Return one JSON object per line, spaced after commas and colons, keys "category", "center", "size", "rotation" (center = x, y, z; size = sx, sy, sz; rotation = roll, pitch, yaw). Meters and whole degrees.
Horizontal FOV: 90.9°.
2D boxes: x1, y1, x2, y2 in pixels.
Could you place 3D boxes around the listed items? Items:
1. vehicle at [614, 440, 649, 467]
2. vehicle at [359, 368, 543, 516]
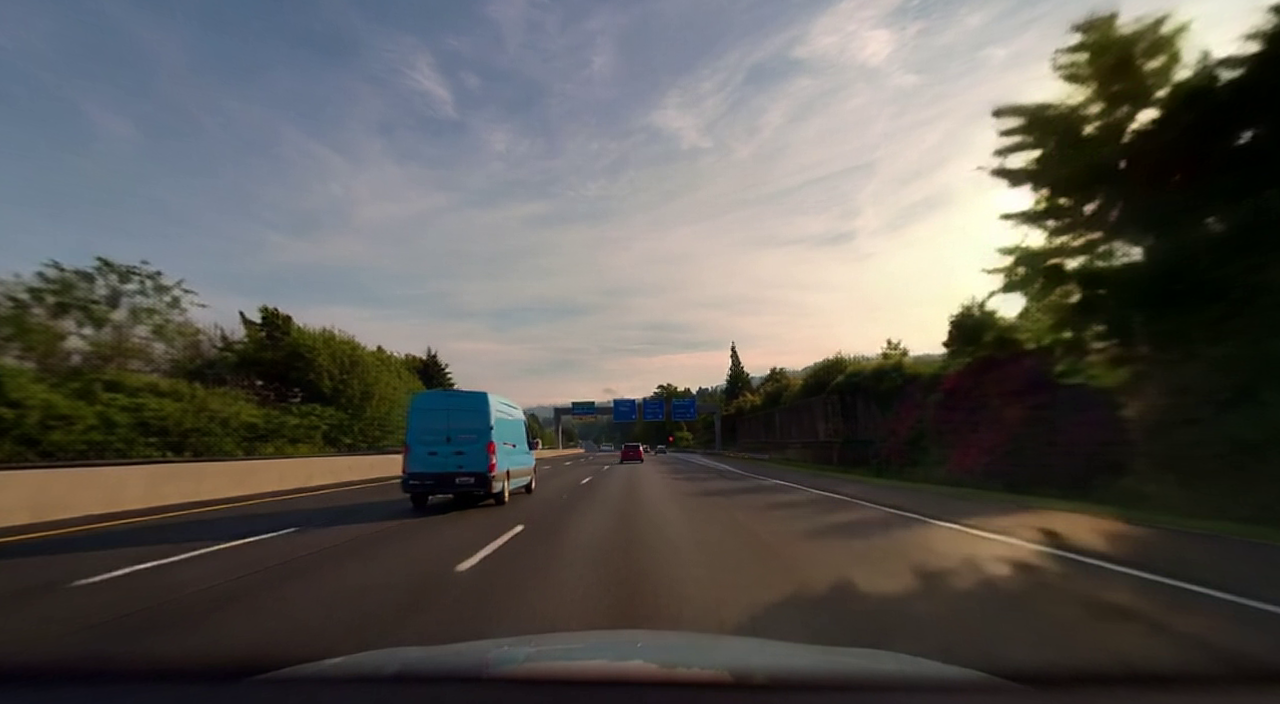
{"category": "vehicle", "center": [-0.532, 6.671, 41.371], "size": [2.183, 1.662, 3.968], "rotation": [0, -9, 0]}
{"category": "vehicle", "center": [-3.942, 2.100, 14.695], "size": [2.382, 2.736, 5.982], "rotation": [0, -9, 0]}
